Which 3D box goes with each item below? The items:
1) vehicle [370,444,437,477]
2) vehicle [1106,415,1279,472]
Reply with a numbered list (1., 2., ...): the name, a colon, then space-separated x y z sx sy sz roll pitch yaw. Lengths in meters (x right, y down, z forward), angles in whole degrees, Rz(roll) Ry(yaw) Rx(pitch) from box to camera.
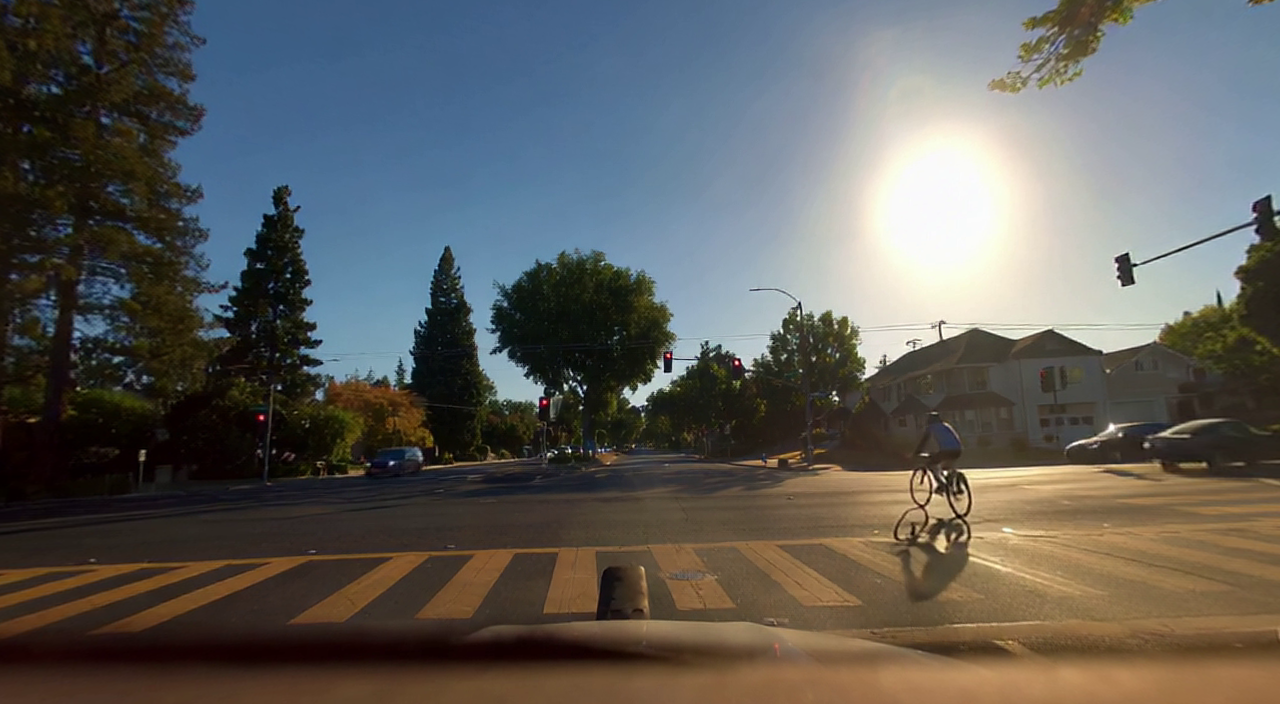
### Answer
1. vehicle: -13.911 6.383 37.352 2.148 1.753 4.558 0 -9 1
2. vehicle: 16.348 2.578 17.737 4.749 1.496 2.017 -1 -9 2
